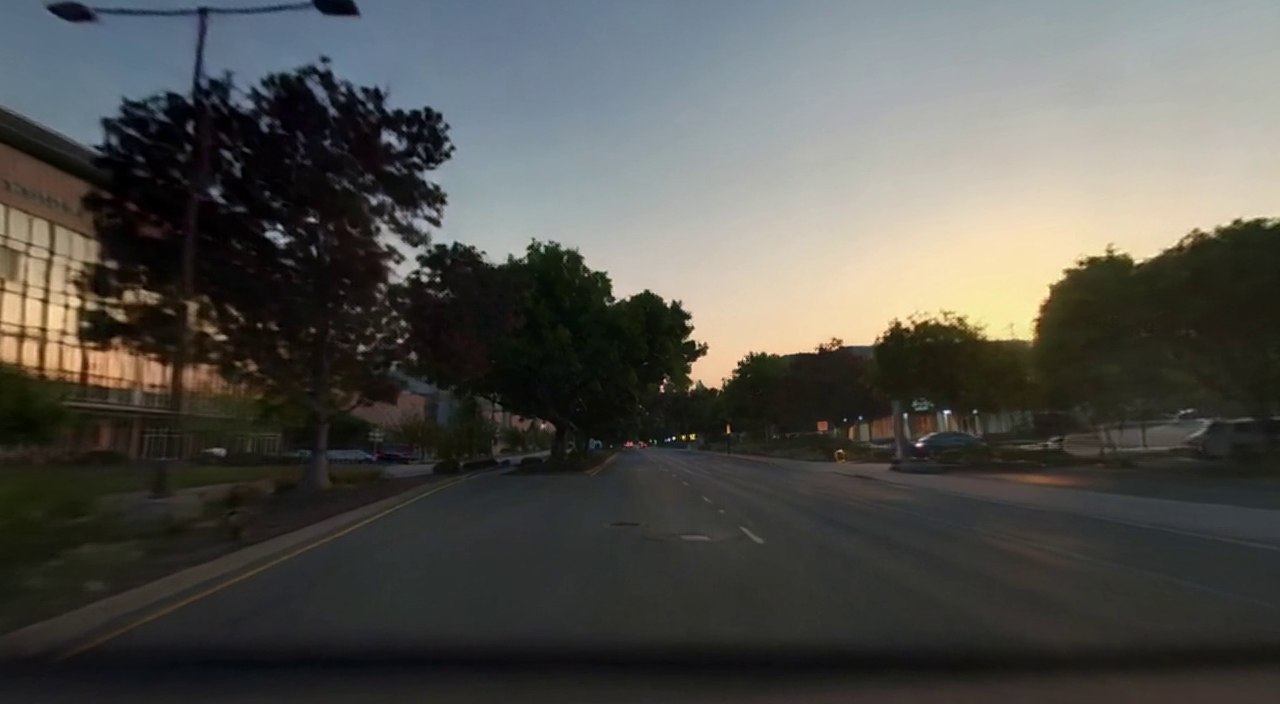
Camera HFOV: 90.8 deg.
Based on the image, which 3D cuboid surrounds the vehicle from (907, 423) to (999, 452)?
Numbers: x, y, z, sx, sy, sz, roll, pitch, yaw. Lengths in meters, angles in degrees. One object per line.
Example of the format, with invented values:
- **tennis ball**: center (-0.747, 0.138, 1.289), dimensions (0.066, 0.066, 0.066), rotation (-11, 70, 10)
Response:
- **vehicle**: center (20.032, 5.493, 40.569), dimensions (4.656, 1.752, 2.309), rotation (0, -8, -4)

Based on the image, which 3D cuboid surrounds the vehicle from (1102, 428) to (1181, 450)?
- **vehicle**: center (34.208, 5.966, 43.151), dimensions (4.002, 1.471, 1.720), rotation (0, -8, -3)

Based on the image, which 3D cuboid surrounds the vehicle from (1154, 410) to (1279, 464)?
- **vehicle**: center (22.933, 3.271, 24.147), dimensions (2.133, 1.853, 5.009), rotation (0, -8, -2)
